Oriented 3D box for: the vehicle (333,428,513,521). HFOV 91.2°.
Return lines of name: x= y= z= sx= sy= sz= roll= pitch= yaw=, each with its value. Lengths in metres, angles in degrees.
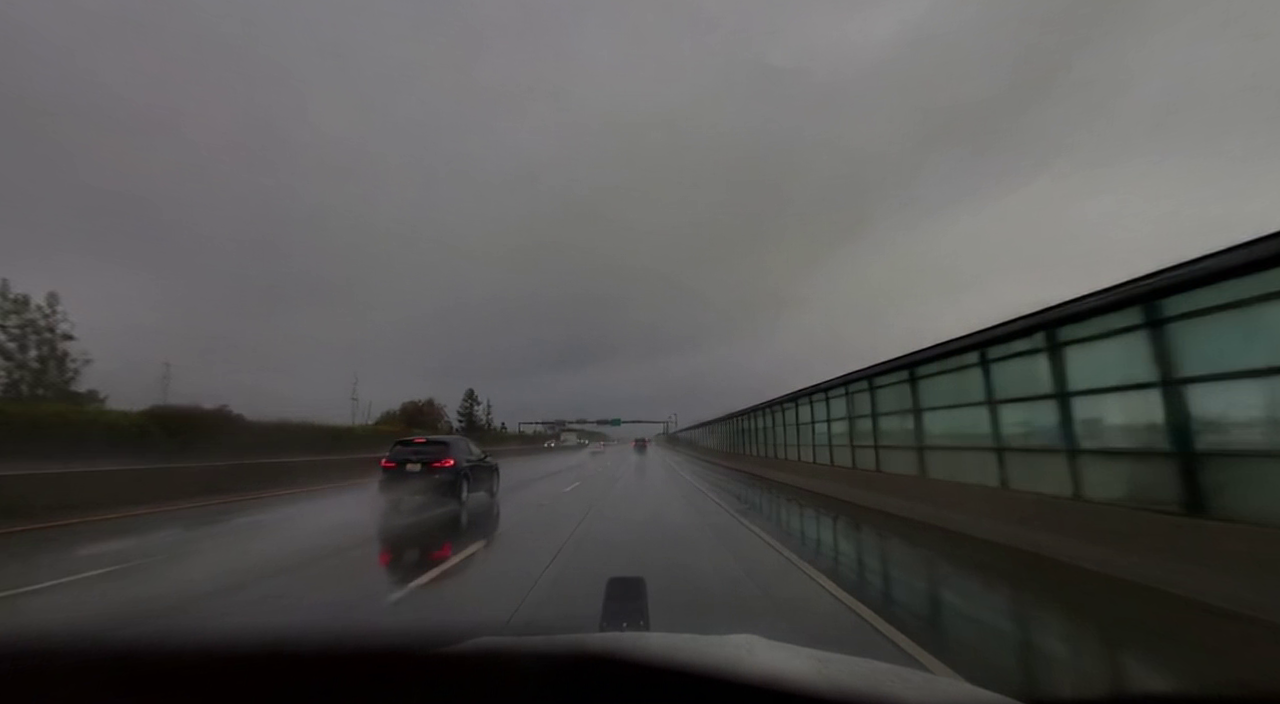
vehicle: x=-4.055 y=2.360 z=12.644 sx=2.059 sy=1.541 sz=4.296 roll=0 pitch=-8 yaw=0
